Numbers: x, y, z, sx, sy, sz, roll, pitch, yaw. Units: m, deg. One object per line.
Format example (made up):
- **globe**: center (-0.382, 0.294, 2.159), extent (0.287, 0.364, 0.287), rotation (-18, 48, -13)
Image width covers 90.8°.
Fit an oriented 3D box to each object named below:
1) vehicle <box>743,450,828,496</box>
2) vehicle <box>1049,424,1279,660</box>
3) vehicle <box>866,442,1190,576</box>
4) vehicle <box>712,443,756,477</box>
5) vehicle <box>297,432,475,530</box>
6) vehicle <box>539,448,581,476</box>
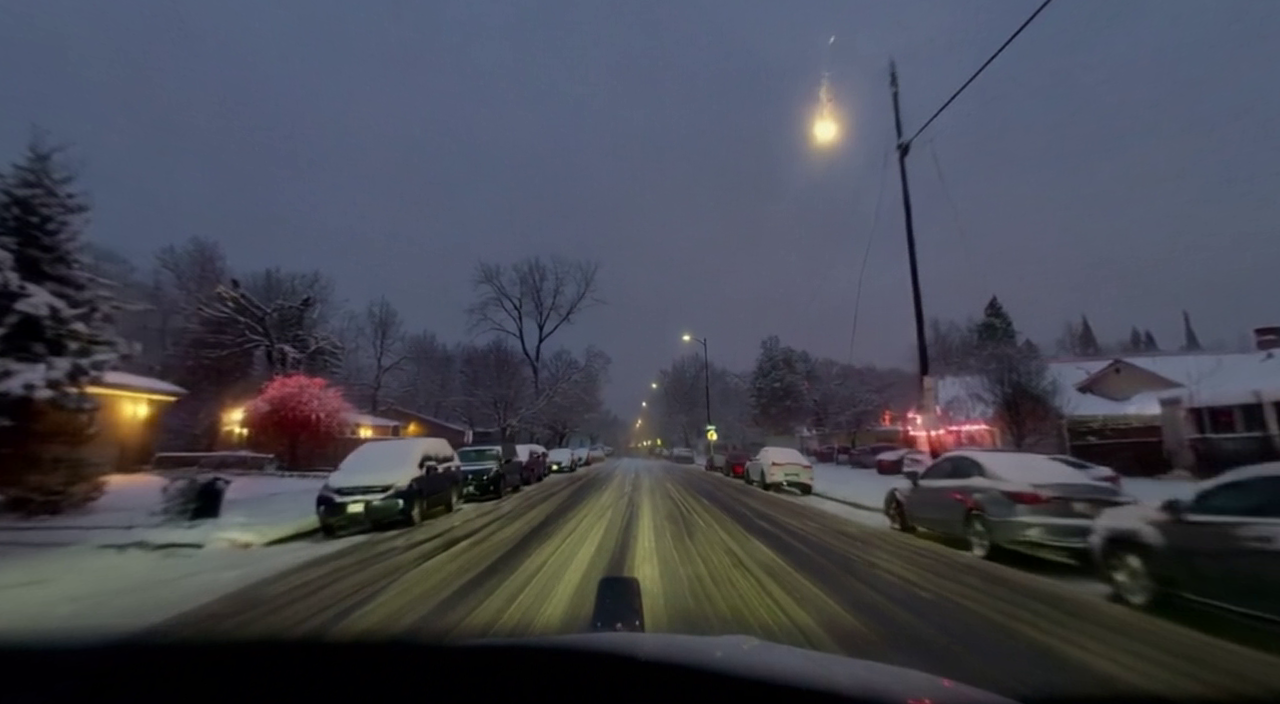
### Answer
- **vehicle**: center (5.085, 4.260, 22.618), extent (1.847, 1.448, 4.162), rotation (1, -9, -3)
- **vehicle**: center (5.345, 1.246, 4.038), extent (2.063, 1.573, 4.900), rotation (0, -8, -2)
- **vehicle**: center (5.309, 2.172, 9.625), extent (2.007, 1.512, 4.524), rotation (0, -9, -1)
- **vehicle**: center (5.446, 6.316, 37.144), extent (1.959, 1.828, 4.175), rotation (0, -9, 1)
- **vehicle**: center (-4.701, 2.461, 12.432), extent (1.983, 1.579, 3.879), rotation (0, -10, -2)
- **vehicle**: center (-4.551, 6.307, 36.530), extent (1.973, 1.454, 4.559), rotation (0, -8, -1)
